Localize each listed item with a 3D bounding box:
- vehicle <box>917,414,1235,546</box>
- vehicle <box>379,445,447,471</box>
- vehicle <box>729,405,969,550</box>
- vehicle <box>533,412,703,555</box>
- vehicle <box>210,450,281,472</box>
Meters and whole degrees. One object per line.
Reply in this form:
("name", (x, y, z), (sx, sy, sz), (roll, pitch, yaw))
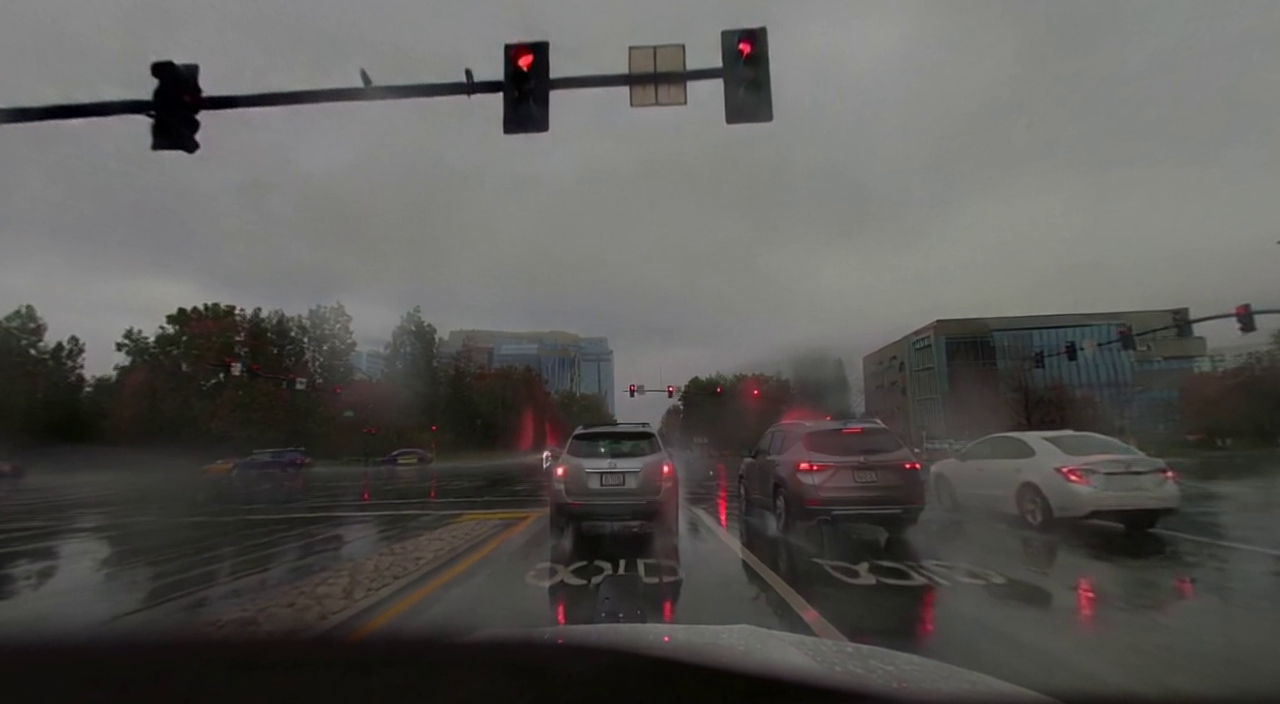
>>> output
("vehicle", (6.075, 1.826, 9.615), (1.690, 1.538, 4.313), (0, -9, -1))
("vehicle", (-15.541, 7.208, 43.136), (4.318, 1.712, 2.188), (-6, -10, 34))
("vehicle", (2.945, 1.904, 10.198), (2.228, 1.798, 4.370), (0, -9, -2))
("vehicle", (-0.324, 1.896, 9.753), (2.039, 1.698, 4.144), (0, -9, -2))
("vehicle", (-29.772, 8.238, 47.756), (4.253, 1.610, 1.800), (-1, -9, 8))
